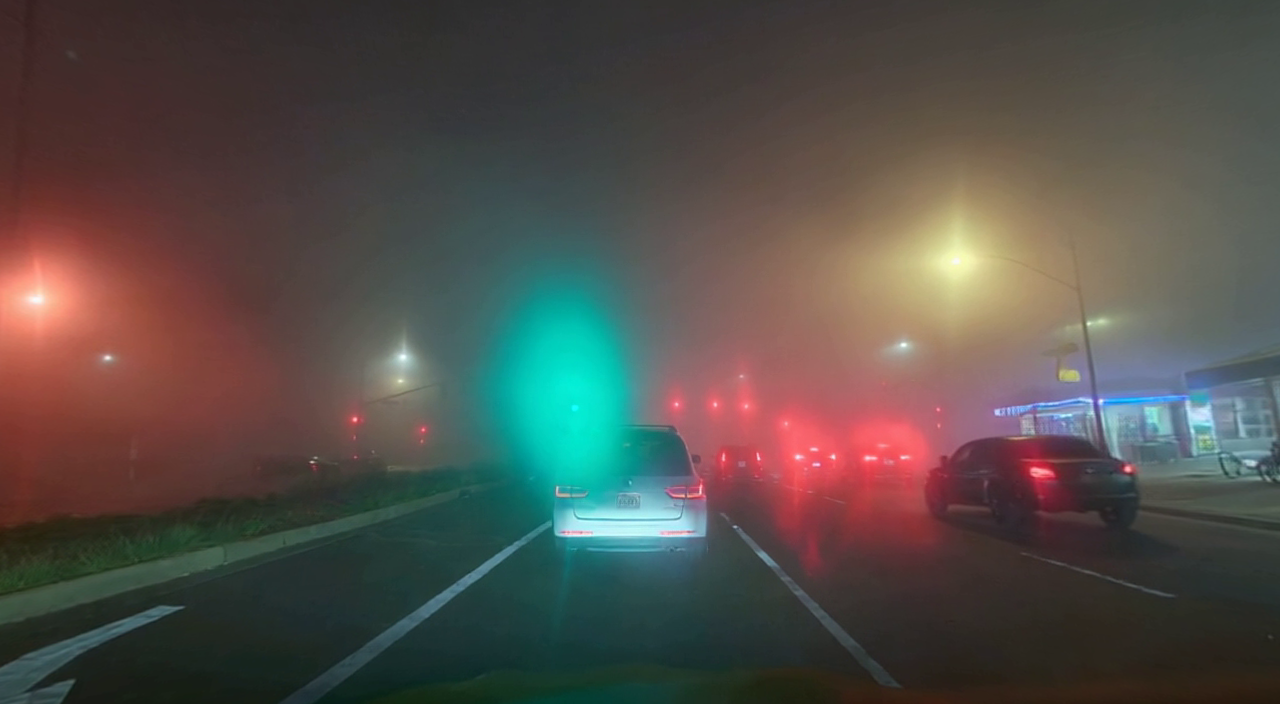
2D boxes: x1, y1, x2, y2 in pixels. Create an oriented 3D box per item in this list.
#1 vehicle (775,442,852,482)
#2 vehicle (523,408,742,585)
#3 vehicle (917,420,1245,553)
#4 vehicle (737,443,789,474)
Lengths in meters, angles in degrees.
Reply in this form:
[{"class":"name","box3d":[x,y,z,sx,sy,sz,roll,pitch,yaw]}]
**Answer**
[{"class":"vehicle","box3d":[6.859,4.393,25.347,1.833,1.452,4.237,0,-9,0]},{"class":"vehicle","box3d":[-0.058,1.693,8.114,2.115,1.700,3.901,0,-9,1]},{"class":"vehicle","box3d":[6.580,2.043,10.286,2.072,1.652,4.611,0,-9,1]},{"class":"vehicle","box3d":[6.265,5.456,32.632,1.961,1.477,4.454,0,-9,2]}]
